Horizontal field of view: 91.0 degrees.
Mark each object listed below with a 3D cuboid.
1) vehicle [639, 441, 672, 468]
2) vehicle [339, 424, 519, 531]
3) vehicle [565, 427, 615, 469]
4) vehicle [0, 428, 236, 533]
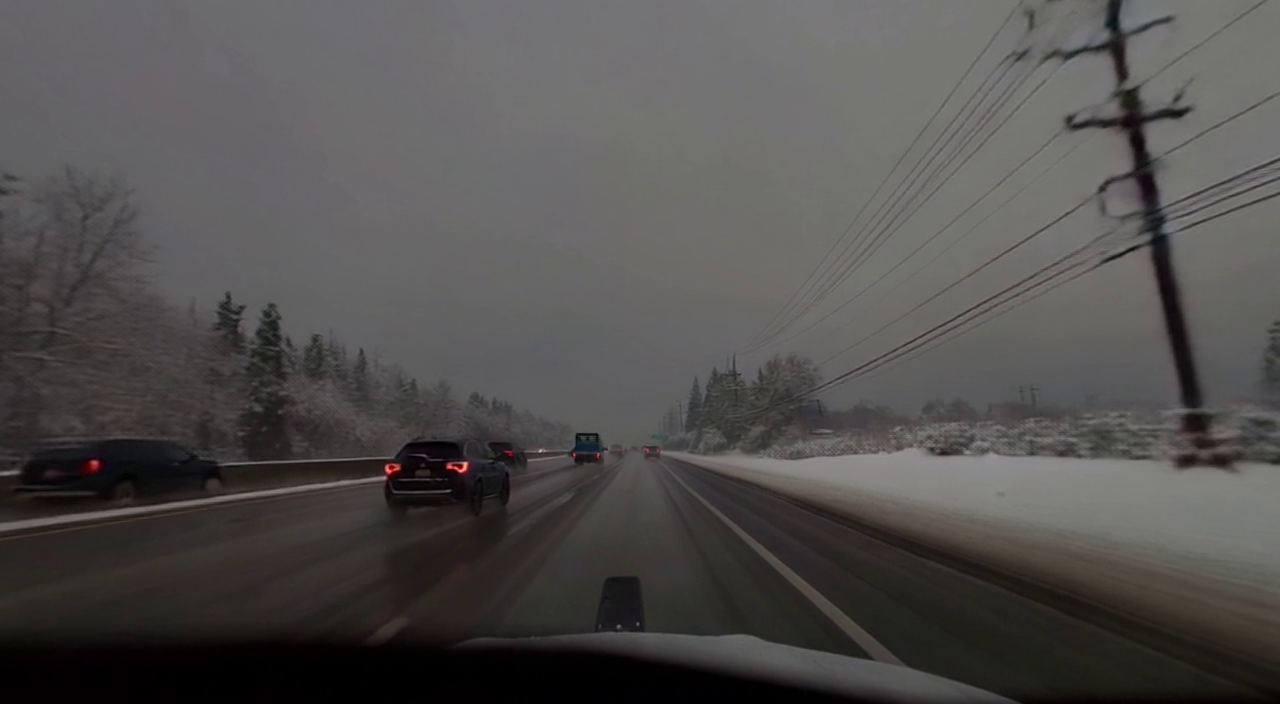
[{"bbox_3d":[1.021,6.761,41.644,2.038,1.677,4.219,0,-9,2],"label":"vehicle"},{"bbox_3d":[-3.765,2.318,12.158,1.976,1.688,4.124,0,-9,1],"label":"vehicle"},{"bbox_3d":[-3.684,7.409,48.579,2.915,2.885,9.394,0,-9,1],"label":"vehicle"},{"bbox_3d":[-11.008,2.499,12.933,2.097,1.722,4.981,0,-9,0],"label":"vehicle"}]
